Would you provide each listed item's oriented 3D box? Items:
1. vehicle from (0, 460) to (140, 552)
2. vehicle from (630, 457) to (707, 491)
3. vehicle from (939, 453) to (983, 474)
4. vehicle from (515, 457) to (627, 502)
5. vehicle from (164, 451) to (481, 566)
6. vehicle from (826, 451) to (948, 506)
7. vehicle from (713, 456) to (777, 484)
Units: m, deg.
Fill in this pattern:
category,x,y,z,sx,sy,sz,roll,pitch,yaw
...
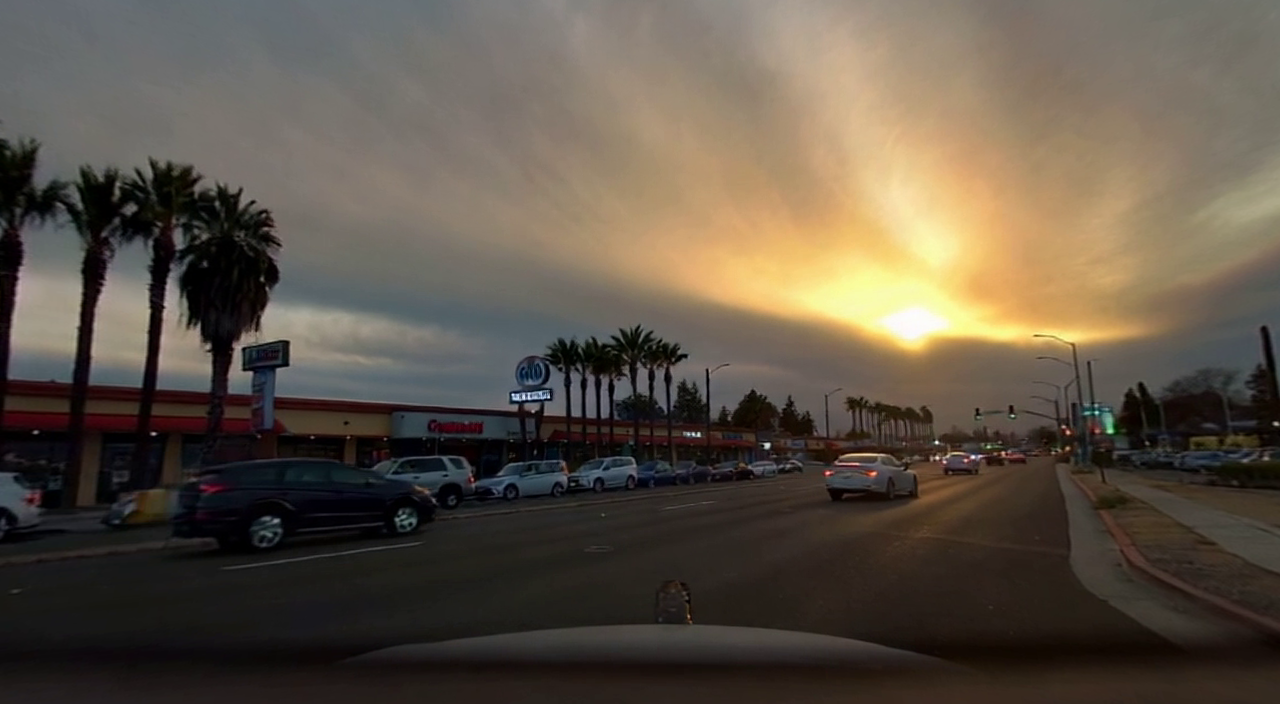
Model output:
category,x,y,z,sx,sy,sz,roll,pitch,yaw
vehicle,-11.996,2.679,10.905,1.854,1.482,4.756,-6,-10,34
vehicle,1.453,5.810,30.274,1.776,1.448,4.137,-6,-10,34
vehicle,24.998,8.607,48.880,2.232,1.513,5.090,-6,-10,34
vehicle,-2.542,4.840,24.276,1.837,1.468,4.389,-6,-10,35
vehicle,-5.271,2.538,11.133,2.090,1.520,4.452,-5,-10,33
vehicle,7.891,3.876,19.827,2.139,1.461,4.918,-7,-11,38
vehicle,6.346,7.000,37.669,1.981,1.493,4.721,-6,-10,34
